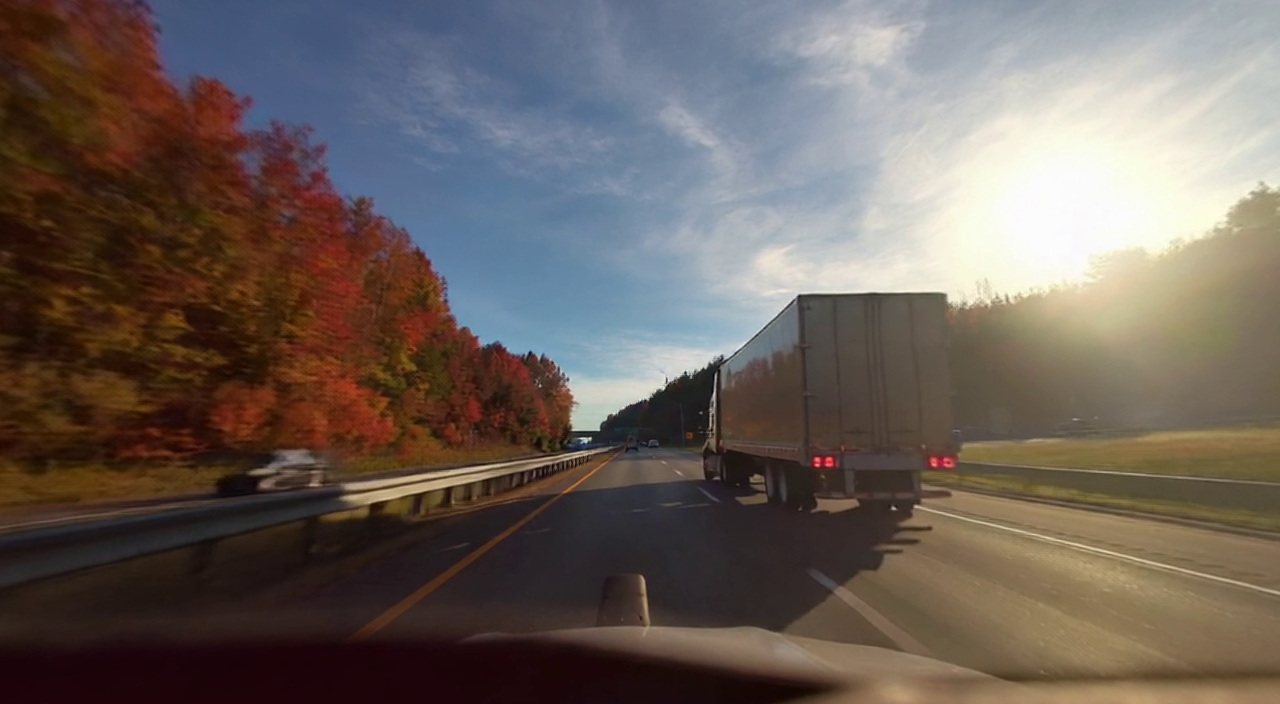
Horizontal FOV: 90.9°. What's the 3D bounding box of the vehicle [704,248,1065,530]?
[{"bbox_3d":[4.237,1.545,16.450,3.357,4.101,14.659,0,-8,-1],"label":"vehicle"}]
